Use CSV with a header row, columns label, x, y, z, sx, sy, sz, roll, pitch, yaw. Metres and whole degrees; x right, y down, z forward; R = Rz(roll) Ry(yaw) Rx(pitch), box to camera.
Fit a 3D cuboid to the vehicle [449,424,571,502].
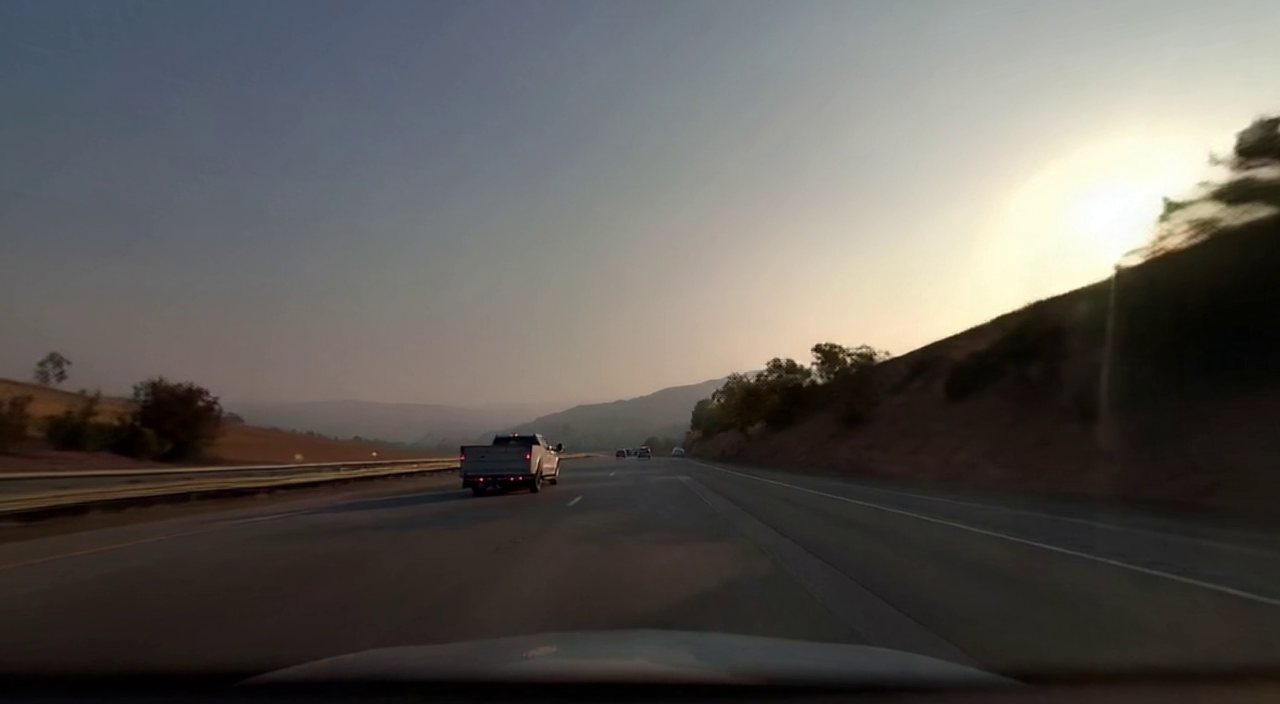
label,x,y,z,sx,sy,sz,roll,pitch,yaw
vehicle,-3.575,3.214,18.654,2.379,1.918,5.504,0,-9,1
